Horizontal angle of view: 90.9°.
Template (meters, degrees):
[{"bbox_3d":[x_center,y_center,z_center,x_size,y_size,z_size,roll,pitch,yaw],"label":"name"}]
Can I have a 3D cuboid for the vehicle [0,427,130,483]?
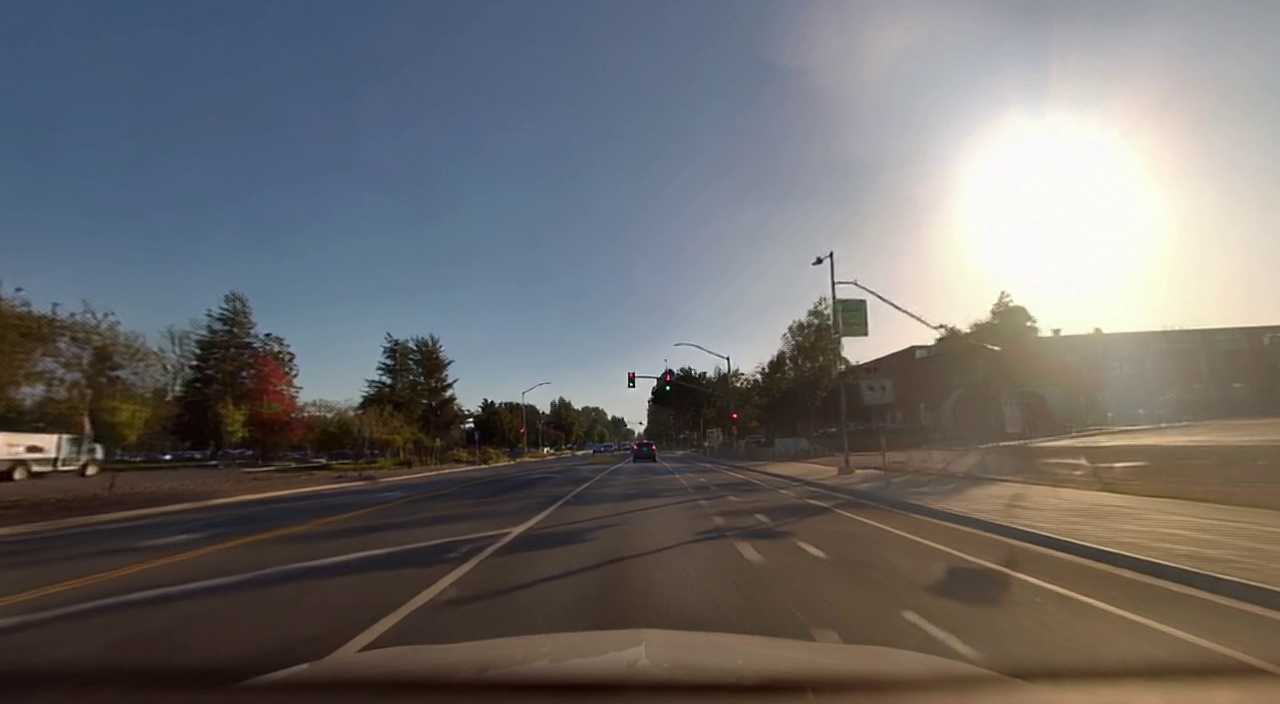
[{"bbox_3d":[-38.397,6.674,41.055,7.489,3.516,2.773,0,-9,-3],"label":"vehicle"}]
